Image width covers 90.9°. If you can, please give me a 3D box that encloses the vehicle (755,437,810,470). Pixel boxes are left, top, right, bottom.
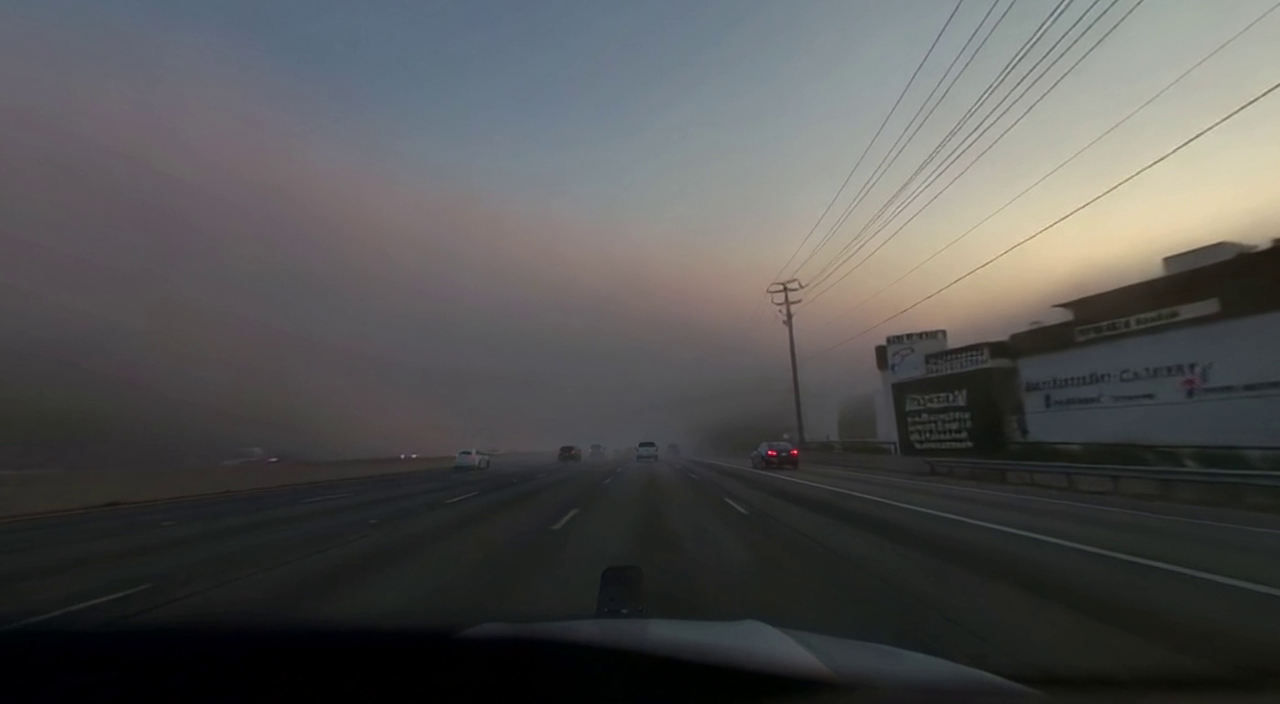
[{"bbox_3d":[7.675,5.520,34.424,1.937,1.698,4.322,0,-8,-1],"label":"vehicle"}]

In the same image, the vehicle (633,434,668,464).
[{"bbox_3d":[0.793,7.624,49.733,2.622,2.208,5.320,0,-8,0],"label":"vehicle"}]
